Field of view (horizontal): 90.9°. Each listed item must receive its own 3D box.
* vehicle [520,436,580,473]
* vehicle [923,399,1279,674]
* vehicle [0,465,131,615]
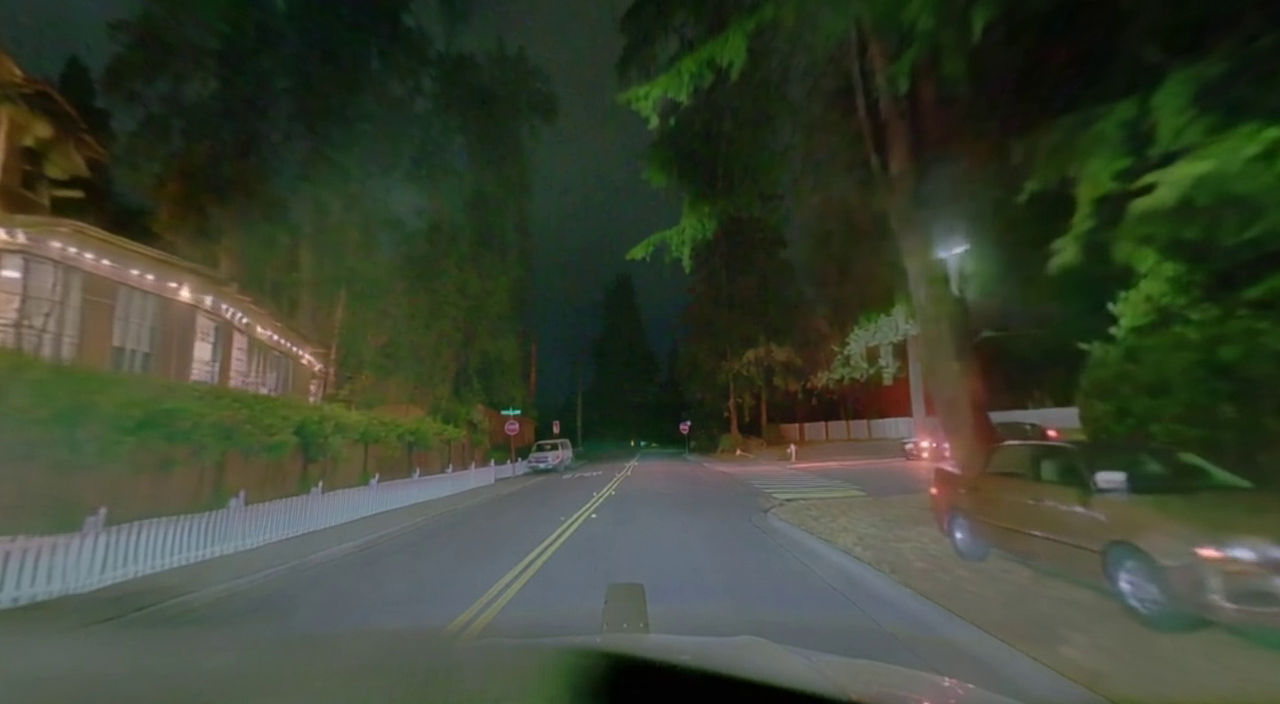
[{"bbox_3d":[-5.119,5.864,36.694,2.308,1.899,6.107,-2,-8,3],"label":"vehicle"},{"bbox_3d":[4.612,1.299,5.357,2.109,1.500,5.070,0,-8,1],"label":"vehicle"},{"bbox_3d":[-8.630,2.052,7.084,4.063,1.483,1.939,0,-9,-1],"label":"vehicle"}]
